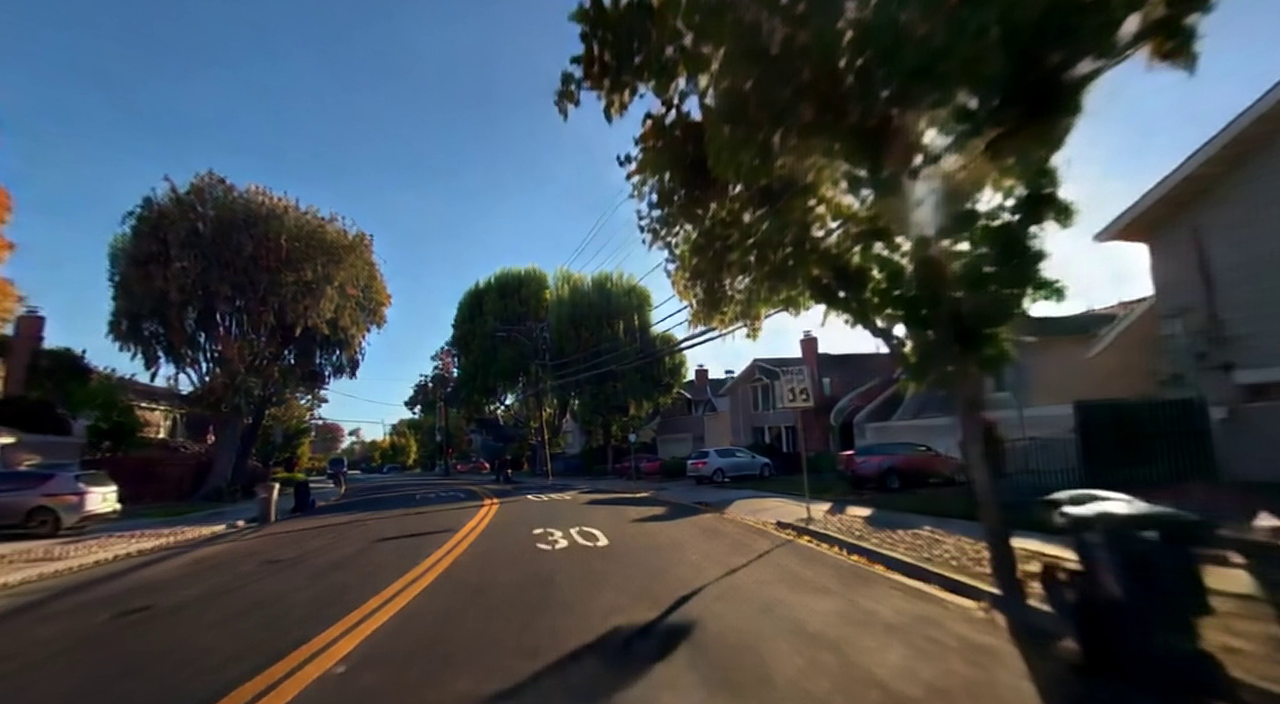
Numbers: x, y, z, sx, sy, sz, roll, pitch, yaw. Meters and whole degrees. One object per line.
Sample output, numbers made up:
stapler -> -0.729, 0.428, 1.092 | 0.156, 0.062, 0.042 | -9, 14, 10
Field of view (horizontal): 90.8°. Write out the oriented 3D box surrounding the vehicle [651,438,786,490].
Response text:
vehicle -> 3.332, 4.814, 27.224 | 5.229, 1.790, 2.153 | -1, -11, -15

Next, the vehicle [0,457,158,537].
vehicle -> -13.257, 2.992, 13.270 | 4.498, 1.526, 1.952 | 0, -9, -4
